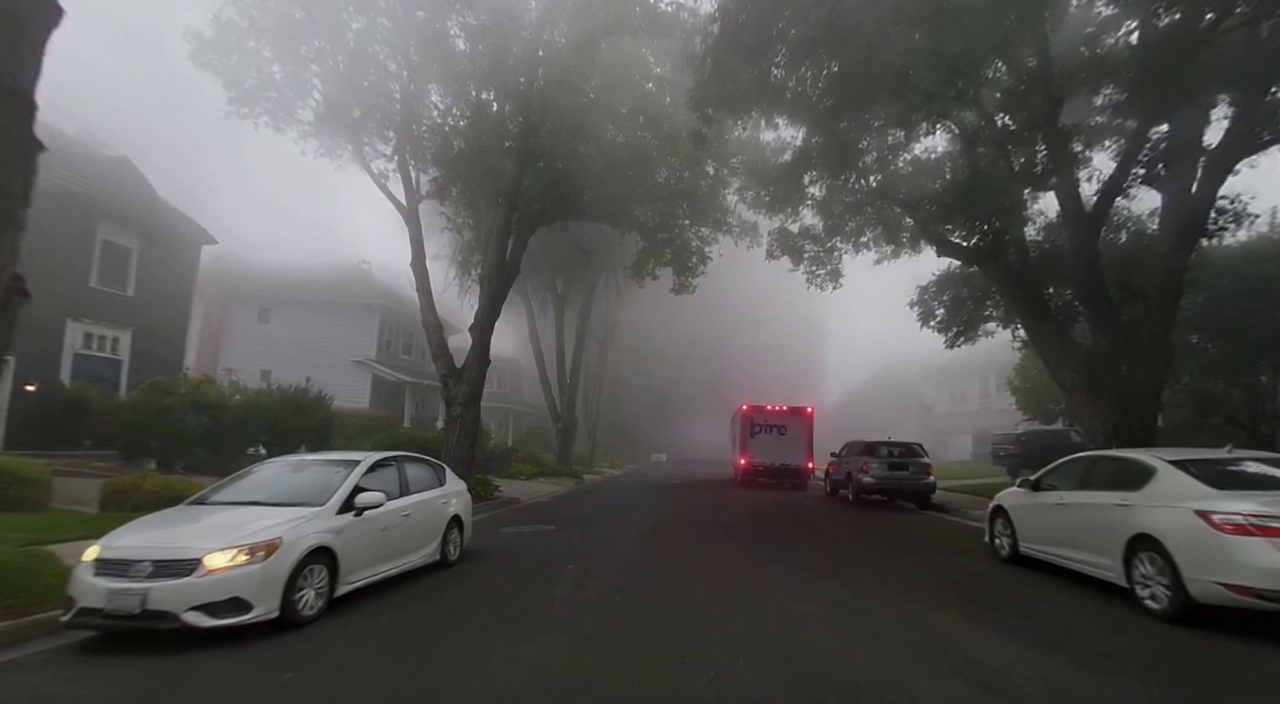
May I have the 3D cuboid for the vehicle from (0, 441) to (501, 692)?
[{"bbox_3d":[-3.262,1.723,6.495,1.938,1.402,5.095,2,-9,7],"label":"vehicle"}]

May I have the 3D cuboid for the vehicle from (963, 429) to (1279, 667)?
[{"bbox_3d":[5.251,1.583,6.258,1.943,1.511,4.582,-1,-8,5],"label":"vehicle"}]

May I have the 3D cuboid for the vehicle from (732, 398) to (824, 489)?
[{"bbox_3d":[5.177,3.630,24.922,2.924,3.018,7.600,-1,-9,8],"label":"vehicle"}]

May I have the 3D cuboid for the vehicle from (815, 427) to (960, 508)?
[{"bbox_3d":[6.533,3.082,17.268,2.410,1.902,4.277,-1,-8,4],"label":"vehicle"}]
